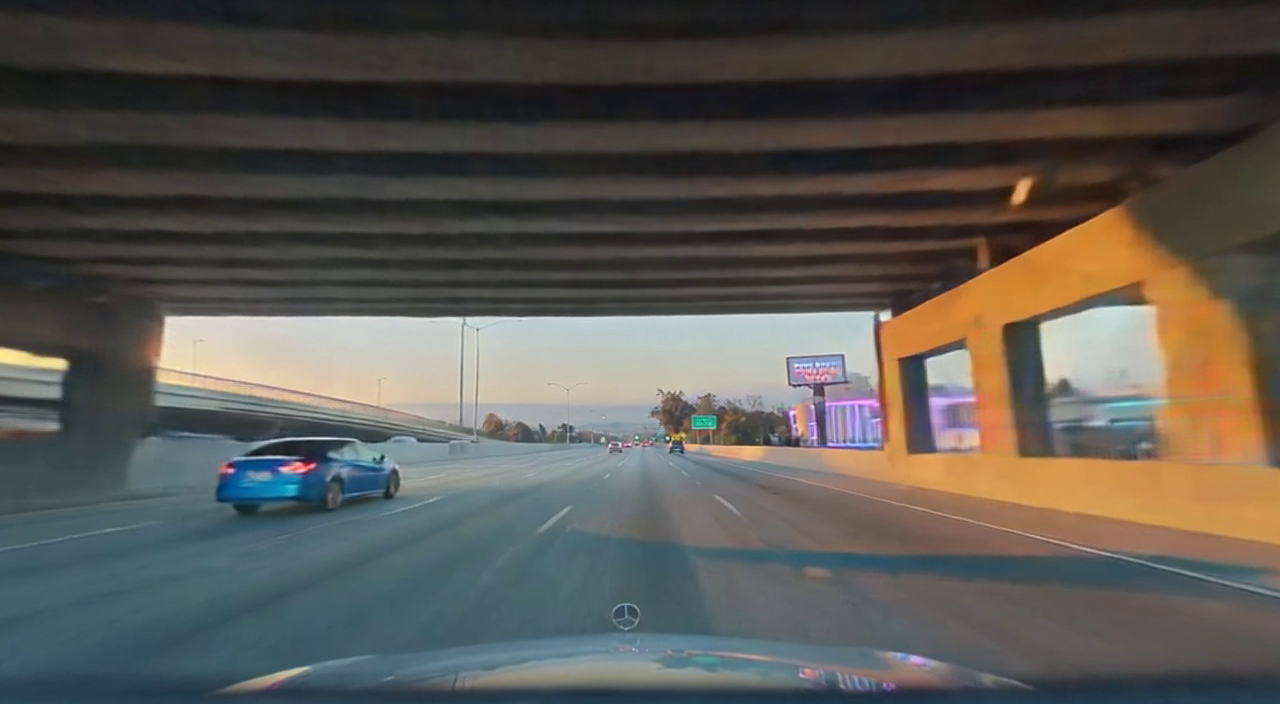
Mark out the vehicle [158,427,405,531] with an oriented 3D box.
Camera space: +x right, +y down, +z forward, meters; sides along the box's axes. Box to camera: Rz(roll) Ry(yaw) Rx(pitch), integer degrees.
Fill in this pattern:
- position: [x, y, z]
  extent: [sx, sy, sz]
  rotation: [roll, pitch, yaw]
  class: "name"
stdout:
- position: [-6.153, 2.212, 11.608]
  extent: [1.990, 1.529, 4.288]
  rotation: [0, -8, 0]
  class: "vehicle"
